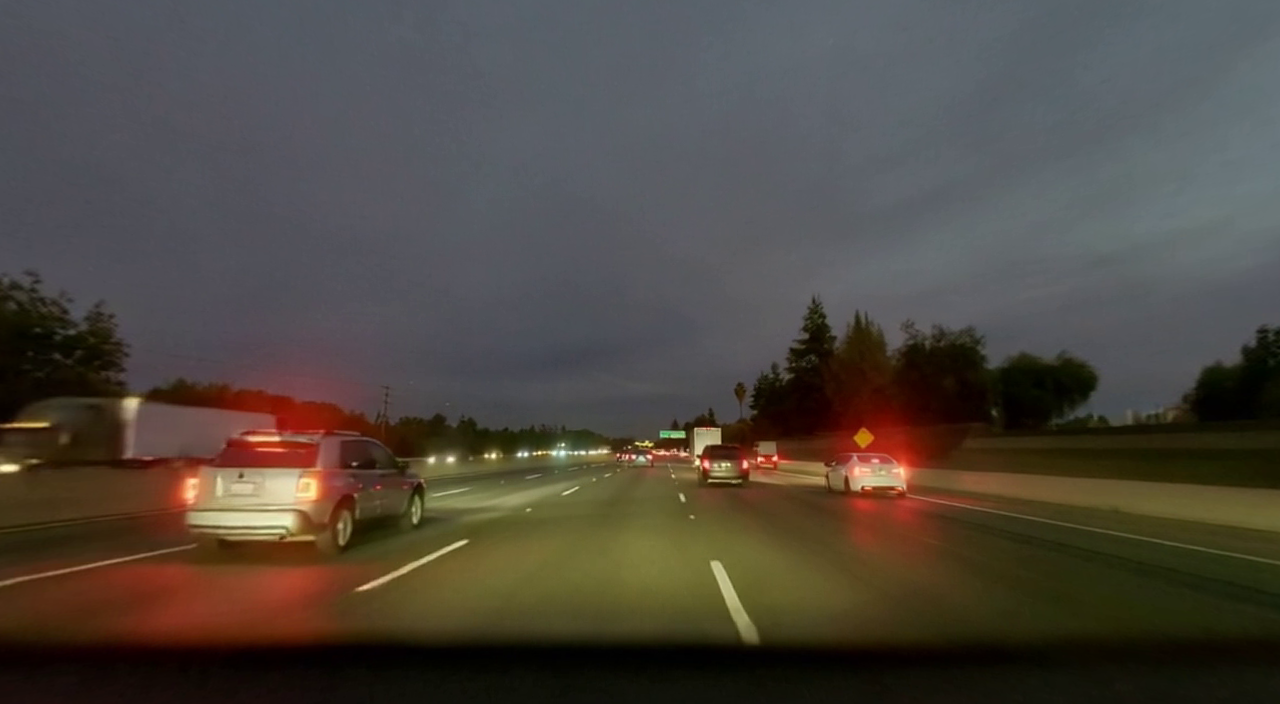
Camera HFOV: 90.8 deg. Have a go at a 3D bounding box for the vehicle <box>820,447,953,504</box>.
[{"bbox_3d":[7.237,3.641,19.190,2.146,1.482,4.665,0,-8,0],"label":"vehicle"}]

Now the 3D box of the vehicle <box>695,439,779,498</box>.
[{"bbox_3d":[3.090,3.823,21.169,2.103,1.717,4.399,0,-8,0],"label":"vehicle"}]

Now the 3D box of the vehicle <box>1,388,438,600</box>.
[{"bbox_3d":[-4.633,1.655,8.351,2.036,1.892,5.214,0,-8,2],"label":"vehicle"}]
